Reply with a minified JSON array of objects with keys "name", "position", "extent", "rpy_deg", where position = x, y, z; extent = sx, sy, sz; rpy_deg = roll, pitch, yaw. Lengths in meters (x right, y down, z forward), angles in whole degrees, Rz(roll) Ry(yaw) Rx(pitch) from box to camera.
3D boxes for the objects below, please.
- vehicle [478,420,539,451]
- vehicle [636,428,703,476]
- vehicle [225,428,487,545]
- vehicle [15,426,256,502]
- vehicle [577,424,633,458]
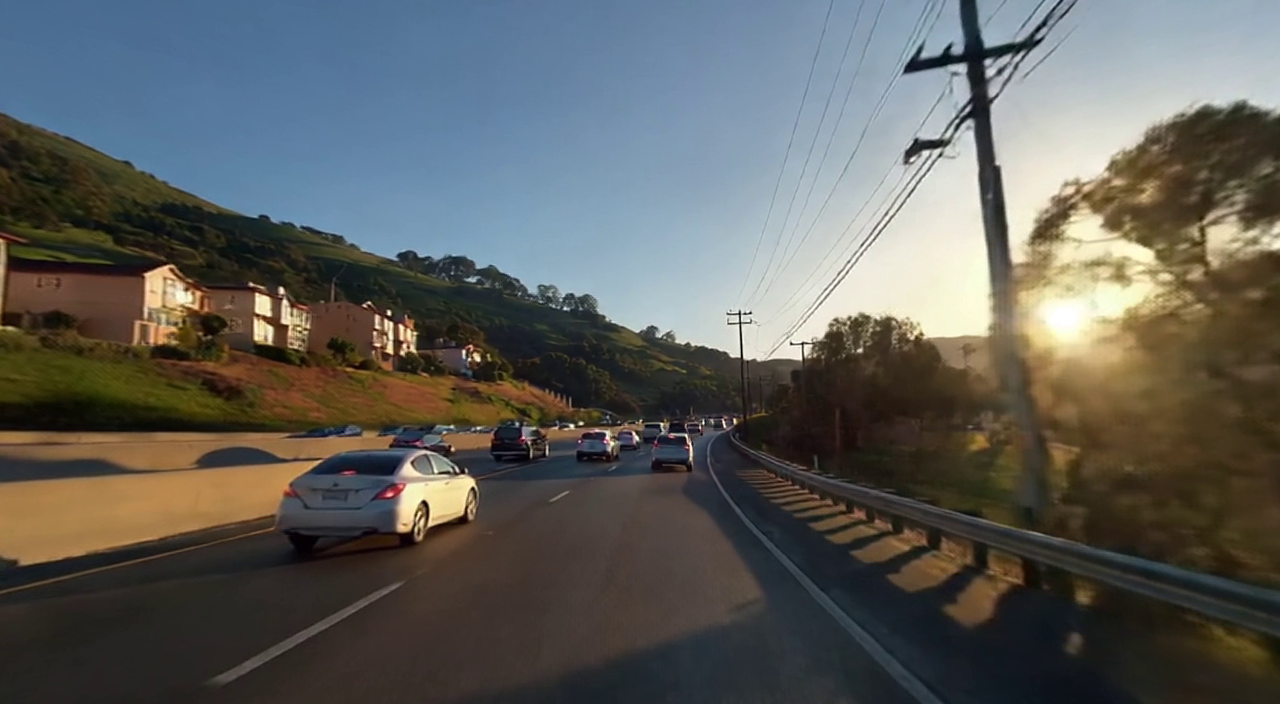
[{"name":"vehicle","position":[-8.142,5.270,39.462],"extent":[2.080,1.833,4.461],"rpy_deg":[-2,-9,12]},{"name":"vehicle","position":[1.062,3.462,22.029],"extent":[2.109,1.495,3.935],"rpy_deg":[-1,-8,4]},{"name":"vehicle","position":[-4.245,2.078,10.540],"extent":[1.956,1.478,4.789],"rpy_deg":[-1,-8,3]},{"name":"vehicle","position":[-12.520,2.796,16.173],"extent":[1.986,1.622,4.548],"rpy_deg":[-2,-8,10]},{"name":"vehicle","position":[-1.737,4.713,33.228],"extent":[2.121,1.639,4.383],"rpy_deg":[-1,-8,8]}]
